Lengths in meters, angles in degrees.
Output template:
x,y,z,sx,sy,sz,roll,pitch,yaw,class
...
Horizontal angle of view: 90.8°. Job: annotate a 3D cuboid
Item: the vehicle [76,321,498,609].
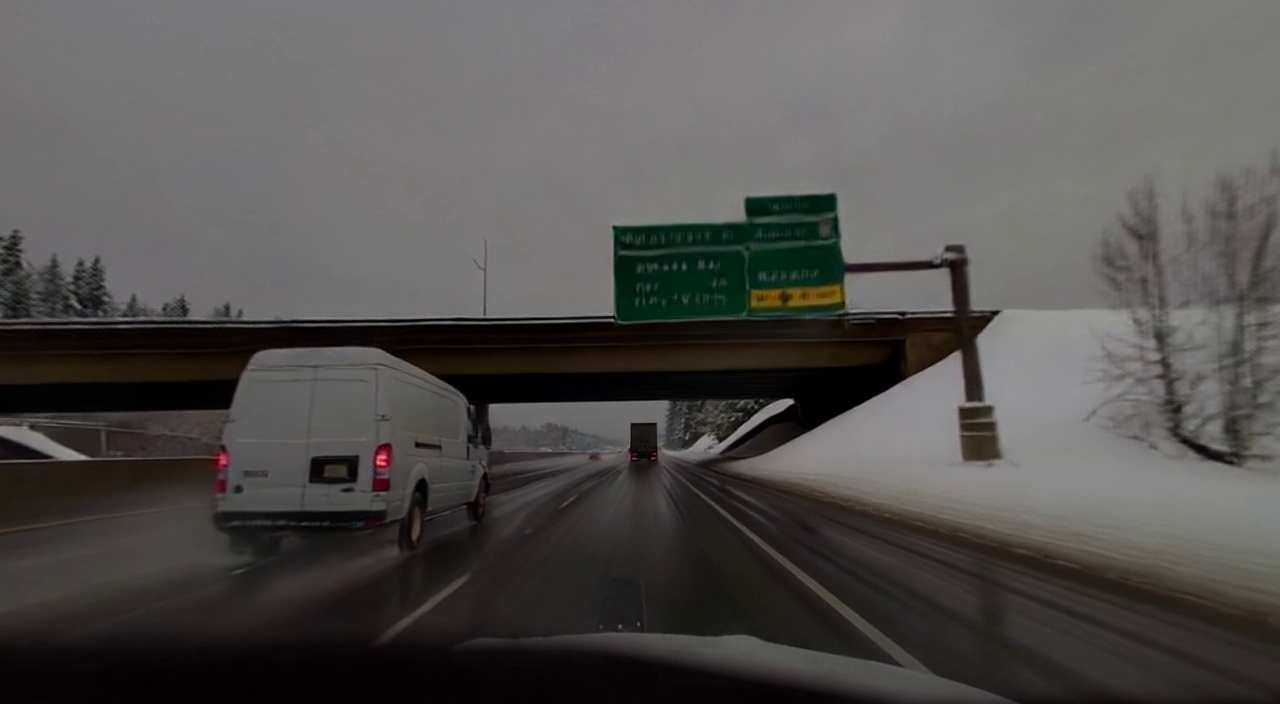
x,y,z,sx,sy,sz,roll,pitch,yaw,class
-3.944,1.483,8.933,2.504,2.694,5.934,0,-9,0,vehicle
